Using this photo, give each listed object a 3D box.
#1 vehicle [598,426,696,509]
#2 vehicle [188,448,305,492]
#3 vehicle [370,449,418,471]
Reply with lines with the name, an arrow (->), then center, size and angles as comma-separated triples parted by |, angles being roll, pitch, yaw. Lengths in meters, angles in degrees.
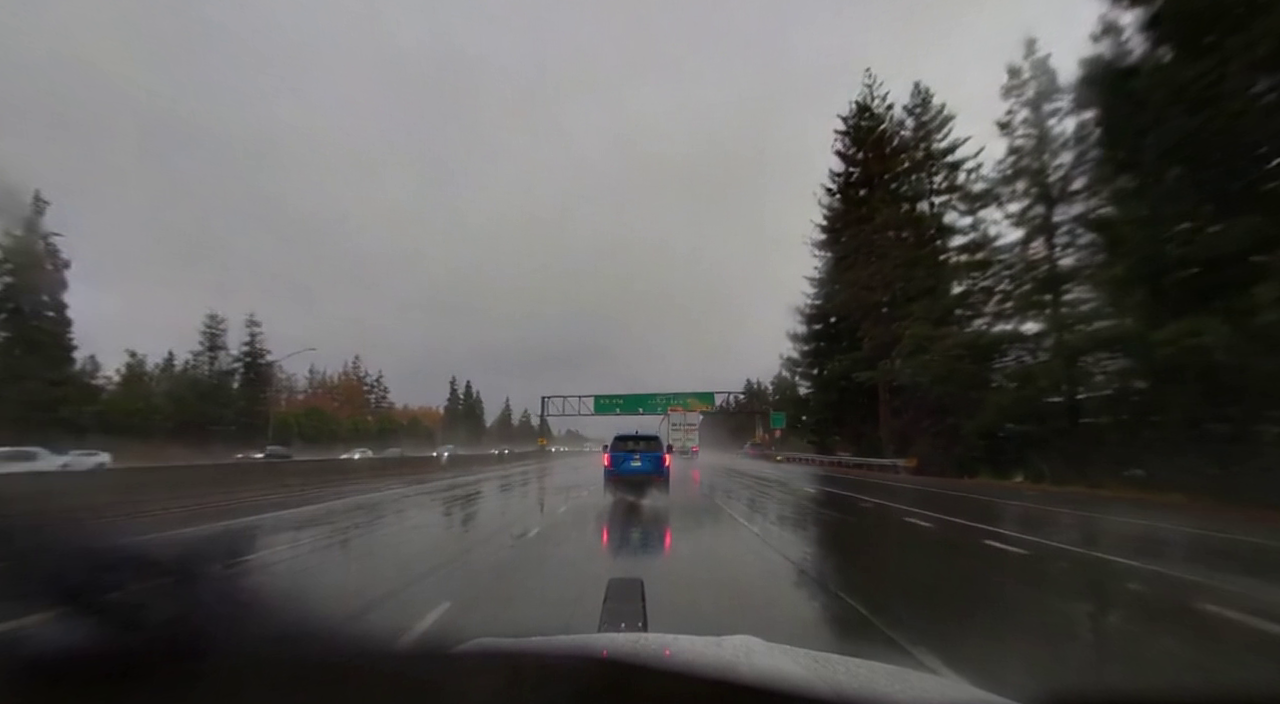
vehicle -> 0.183, 2.731, 15.286 | 2.054, 1.706, 4.201 | 0, -8, 1
vehicle -> -15.306, 4.580, 24.706 | 1.858, 1.554, 4.055 | 0, -8, 2
vehicle -> -18.398, 8.096, 47.174 | 1.811, 1.508, 4.201 | 0, -8, 2
